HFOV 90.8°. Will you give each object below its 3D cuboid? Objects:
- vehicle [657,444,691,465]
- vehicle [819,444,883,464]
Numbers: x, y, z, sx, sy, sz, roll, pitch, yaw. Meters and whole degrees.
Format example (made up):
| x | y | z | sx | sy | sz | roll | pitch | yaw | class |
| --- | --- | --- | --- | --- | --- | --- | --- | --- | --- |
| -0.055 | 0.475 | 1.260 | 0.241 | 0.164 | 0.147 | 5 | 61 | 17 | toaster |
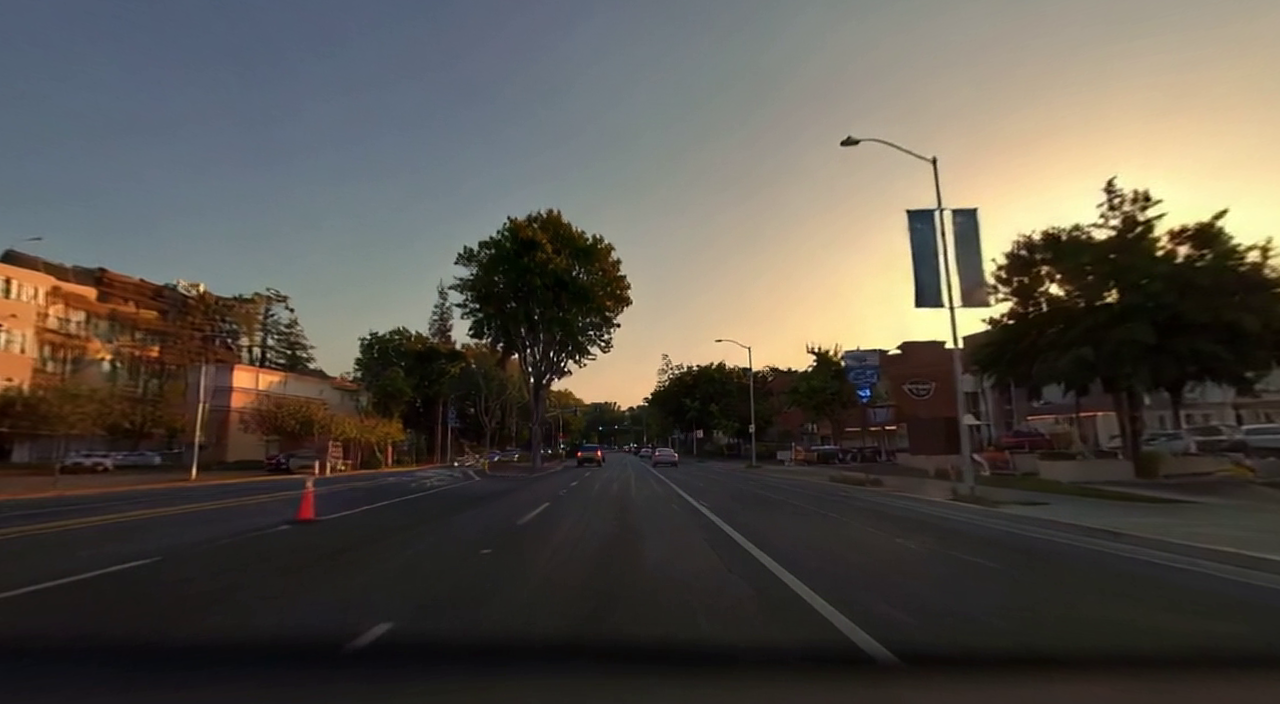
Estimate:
| x | y | z | sx | sy | sz | roll | pitch | yaw | class |
| --- | --- | --- | --- | --- | --- | --- | --- | --- | --- |
| 2.456 | 7.552 | 46.767 | 2.063 | 1.483 | 4.226 | 0 | -9 | -2 | vehicle |
| 16.578 | 8.031 | 49.794 | 4.410 | 1.472 | 1.803 | -6 | -10 | 32 | vehicle |
